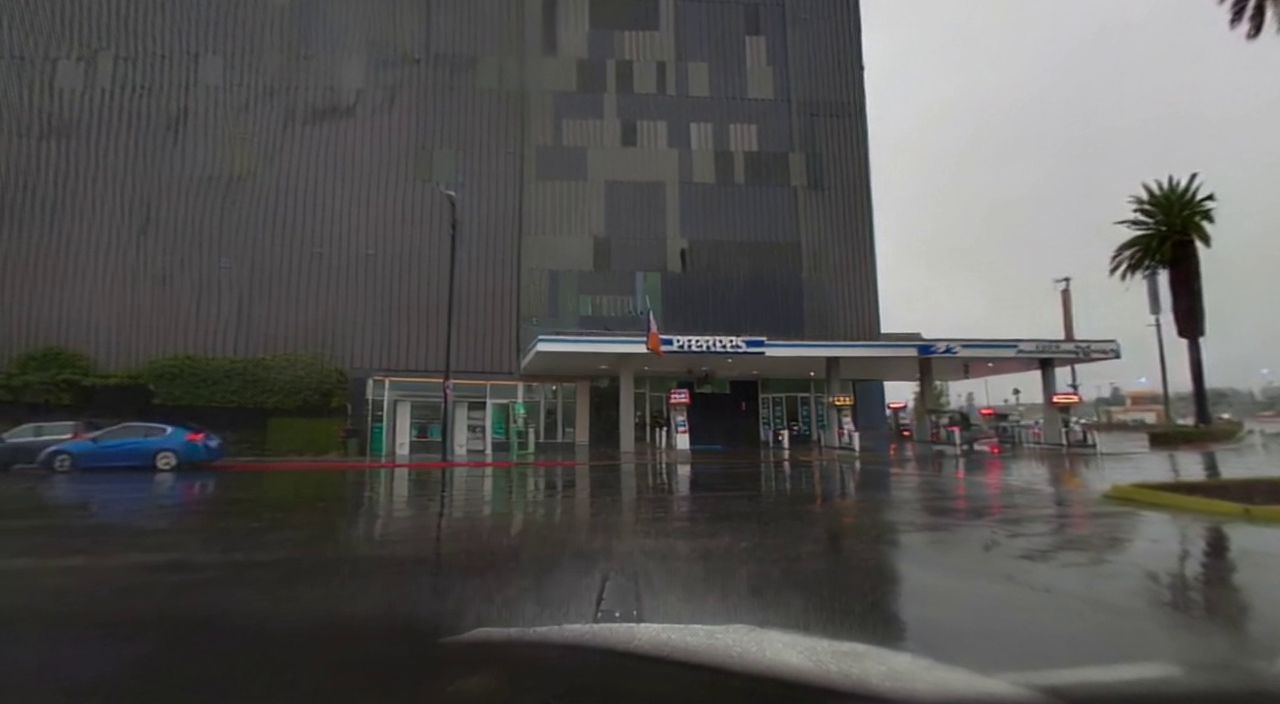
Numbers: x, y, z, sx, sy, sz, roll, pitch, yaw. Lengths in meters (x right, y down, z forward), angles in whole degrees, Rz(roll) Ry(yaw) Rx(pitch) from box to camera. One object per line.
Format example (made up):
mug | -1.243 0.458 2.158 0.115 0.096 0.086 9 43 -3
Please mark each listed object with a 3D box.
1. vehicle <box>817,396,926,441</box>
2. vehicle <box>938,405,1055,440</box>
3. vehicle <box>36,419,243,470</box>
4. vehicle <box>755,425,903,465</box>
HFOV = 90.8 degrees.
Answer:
vehicle | 13.529 3.927 37.110 5.524 2.504 2.196 1 -7 -7
vehicle | 25.117 4.981 44.663 7.026 2.329 2.545 2 -6 -8
vehicle | -15.609 2.916 19.914 4.857 1.497 1.811 1 -8 -3
vehicle | 6.776 3.362 22.874 4.782 1.371 1.763 1 -8 -9
